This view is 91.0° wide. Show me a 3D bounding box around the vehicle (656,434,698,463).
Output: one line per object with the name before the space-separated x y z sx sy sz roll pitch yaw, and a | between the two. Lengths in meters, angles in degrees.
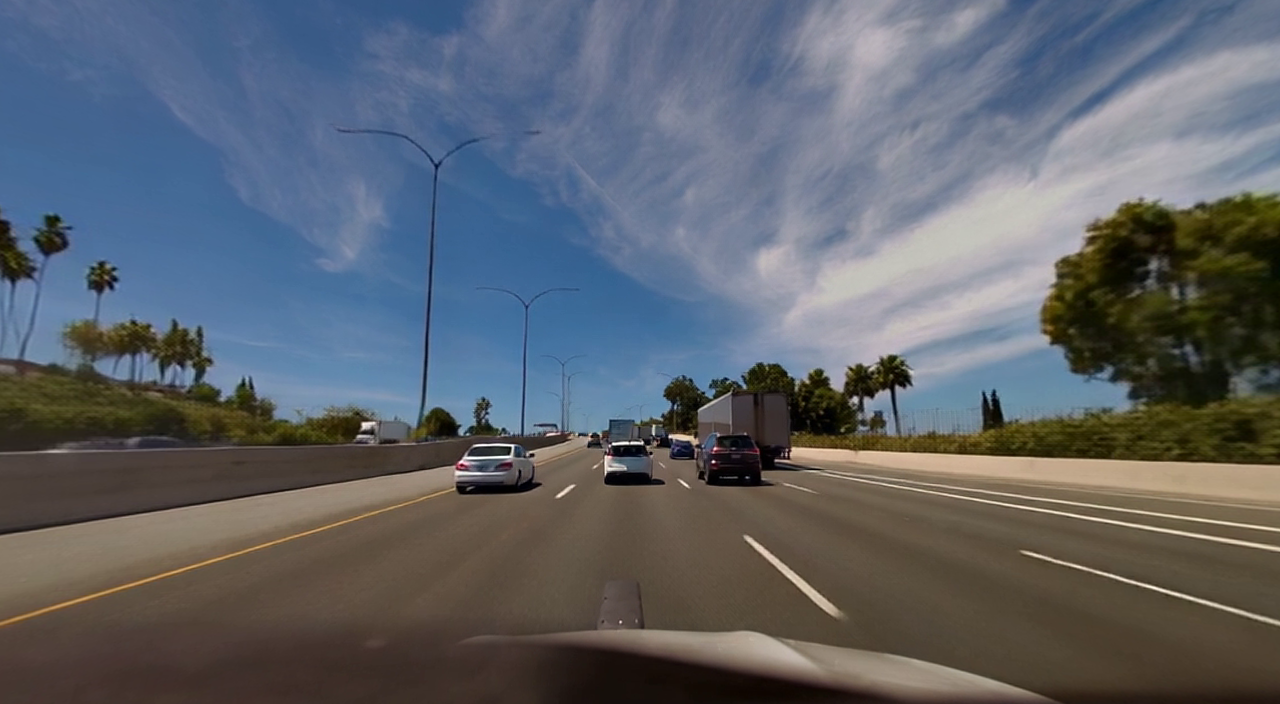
vehicle | 2.491 6.712 44.027 2.476 1.843 5.652 0 -8 -1

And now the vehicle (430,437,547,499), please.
vehicle | -3.830 3.007 16.788 1.998 1.423 4.436 0 -8 0

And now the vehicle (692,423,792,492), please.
vehicle | 2.993 3.230 19.609 2.173 1.870 4.499 0 -8 -2

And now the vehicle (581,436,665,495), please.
vehicle | -0.456 3.166 18.000 2.136 1.470 3.971 0 -8 -1
